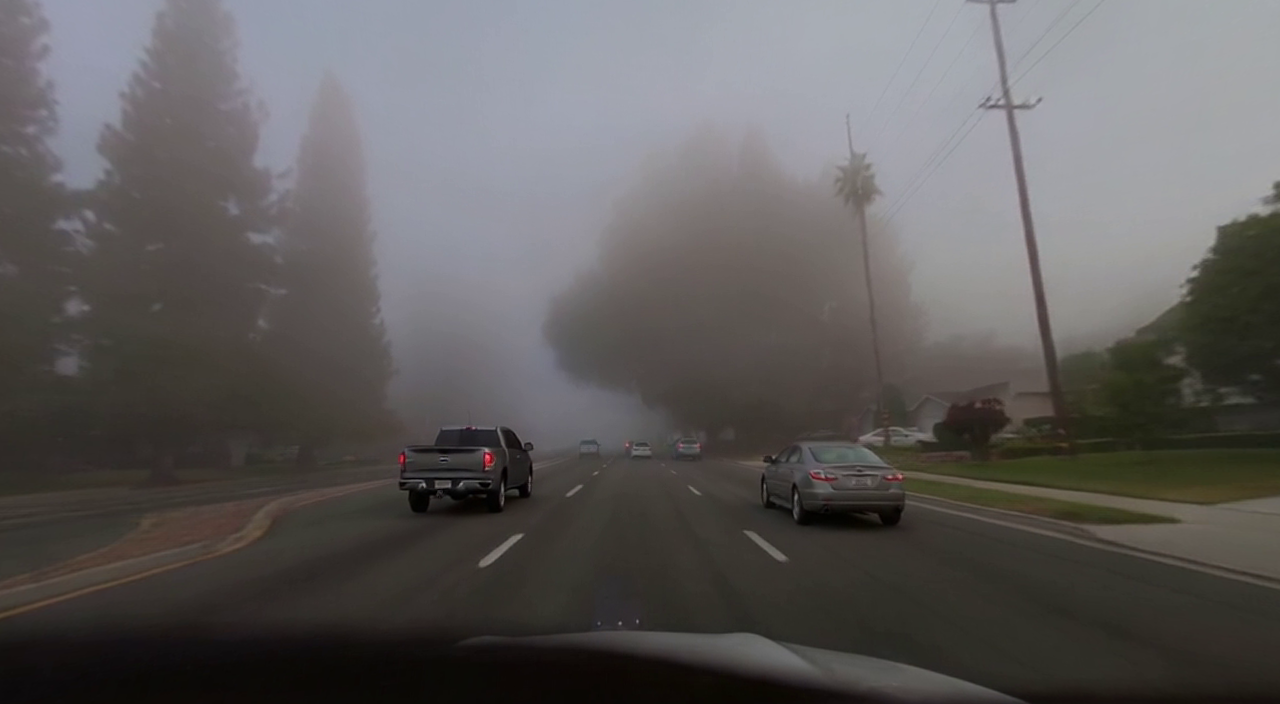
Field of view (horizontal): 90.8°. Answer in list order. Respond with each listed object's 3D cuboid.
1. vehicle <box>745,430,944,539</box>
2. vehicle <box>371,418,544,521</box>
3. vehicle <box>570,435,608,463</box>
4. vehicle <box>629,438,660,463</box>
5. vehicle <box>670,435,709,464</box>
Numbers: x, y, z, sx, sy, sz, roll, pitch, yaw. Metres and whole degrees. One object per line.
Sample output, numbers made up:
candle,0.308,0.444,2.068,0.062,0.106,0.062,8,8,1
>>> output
vehicle,3.138,2.120,10.753,1.884,1.463,4.195,0,-8,-1
vehicle,-3.524,2.400,13.475,2.111,1.745,5.274,0,-8,0
vehicle,-3.502,6.785,44.239,2.218,1.829,4.492,0,-8,0
vehicle,0.238,6.713,43.216,1.997,1.636,3.760,0,-8,-2
vehicle,3.291,6.587,42.963,2.099,1.845,4.363,0,-8,-2
